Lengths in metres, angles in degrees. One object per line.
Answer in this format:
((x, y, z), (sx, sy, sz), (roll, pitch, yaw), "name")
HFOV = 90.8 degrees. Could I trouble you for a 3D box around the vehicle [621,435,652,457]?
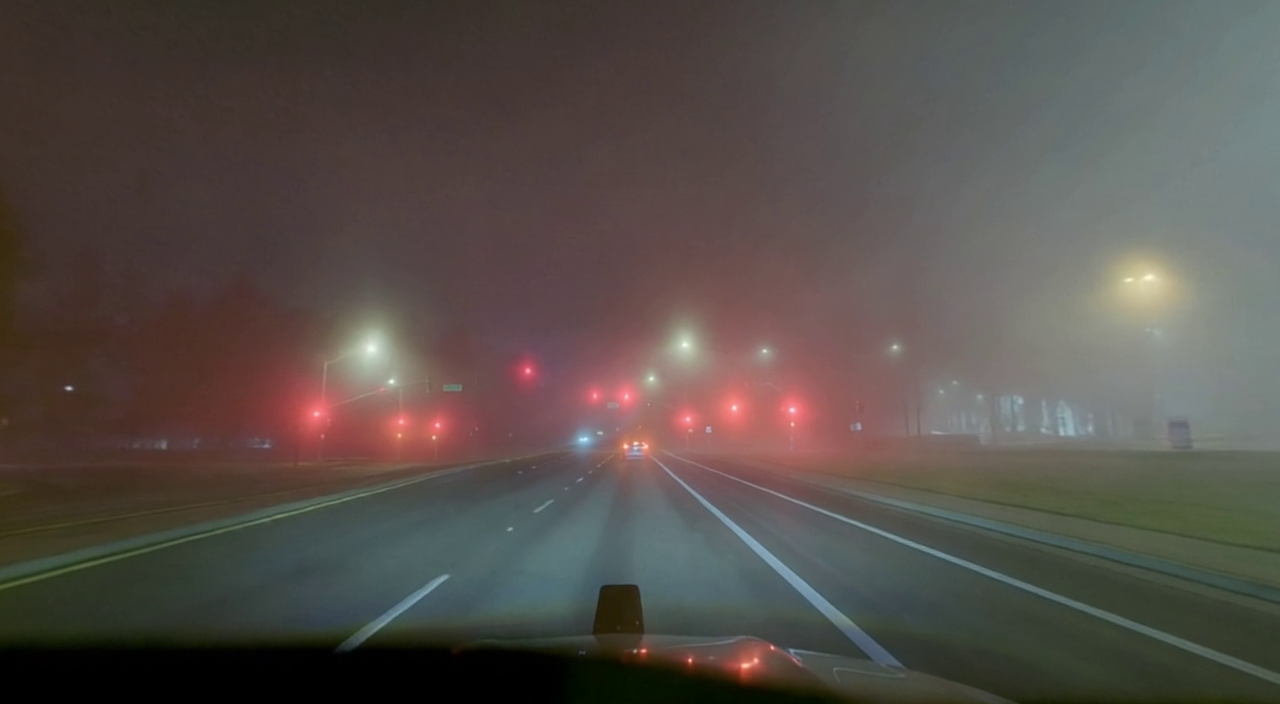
((-0.255, 6.695, 45.156), (2.107, 1.470, 3.974), (0, -8, -1), "vehicle")
